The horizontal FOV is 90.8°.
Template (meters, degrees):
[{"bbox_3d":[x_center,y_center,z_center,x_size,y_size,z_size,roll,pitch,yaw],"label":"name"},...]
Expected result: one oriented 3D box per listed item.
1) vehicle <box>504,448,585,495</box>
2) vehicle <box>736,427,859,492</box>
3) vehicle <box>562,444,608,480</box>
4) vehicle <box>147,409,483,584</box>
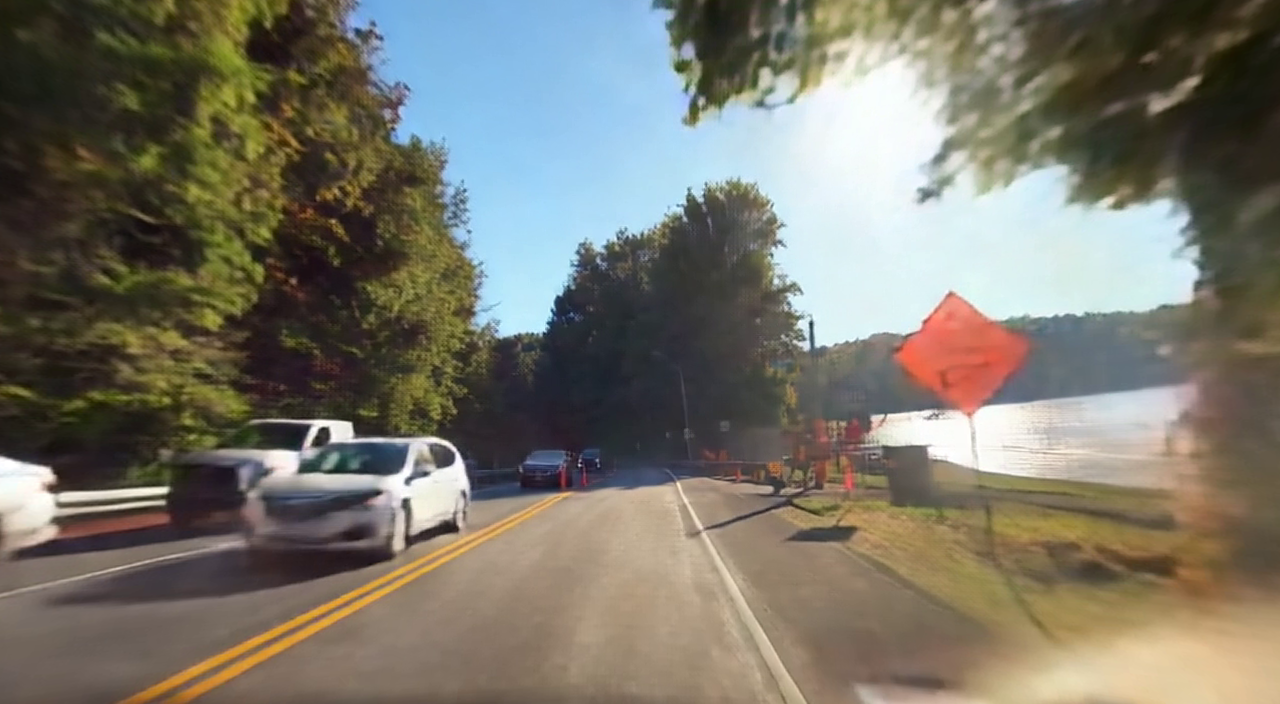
[{"bbox_3d":[-3.183,4.095,22.045,1.981,1.410,4.162,0,-8,3],"label":"vehicle"},{"bbox_3d":[5.544,3.912,23.530,2.845,2.053,6.457,0,-8,-1],"label":"vehicle"},{"bbox_3d":[-3.187,6.493,37.851,2.221,1.969,5.153,0,-8,1],"label":"vehicle"},{"bbox_3d":[-3.988,1.841,9.005,2.177,1.803,4.690,0,-8,1],"label":"vehicle"}]
